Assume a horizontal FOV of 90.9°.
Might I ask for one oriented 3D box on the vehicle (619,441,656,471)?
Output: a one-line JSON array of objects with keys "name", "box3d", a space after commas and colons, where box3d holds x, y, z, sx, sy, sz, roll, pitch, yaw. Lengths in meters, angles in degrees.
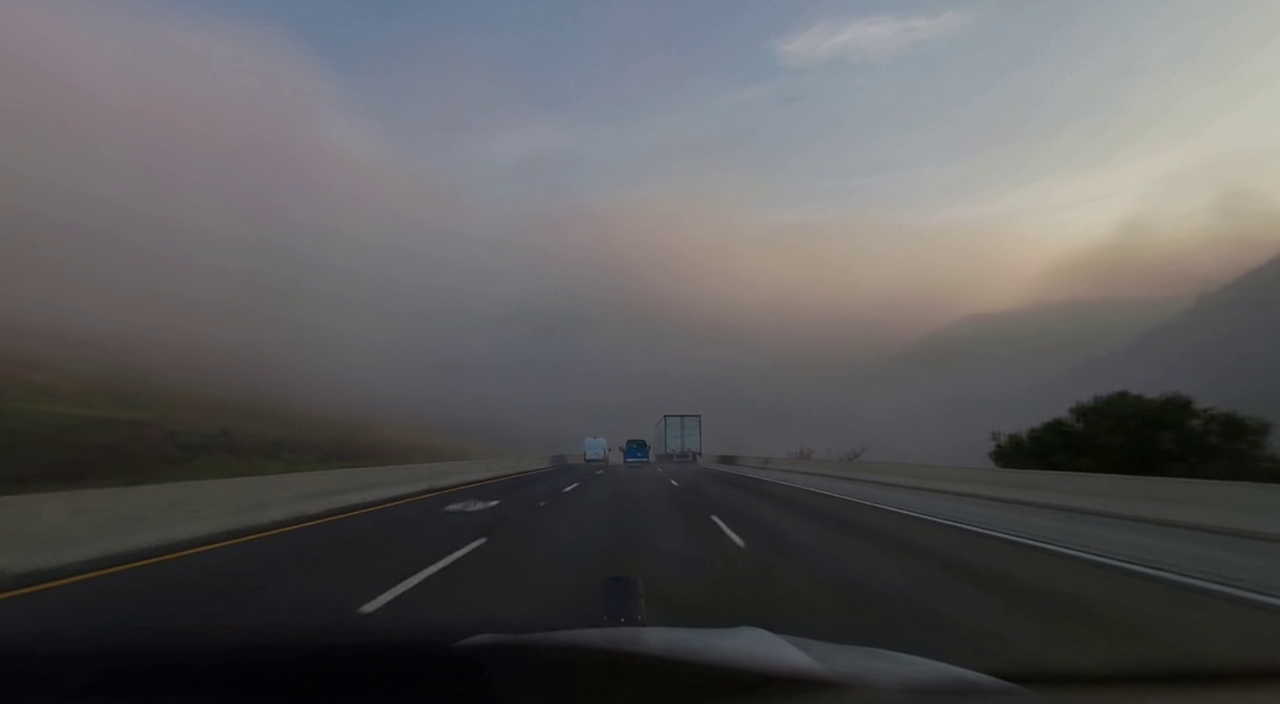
[{"name": "vehicle", "box3d": [-0.167, 6.437, 39.196, 2.166, 1.747, 4.299, 0, -9, 0]}]
